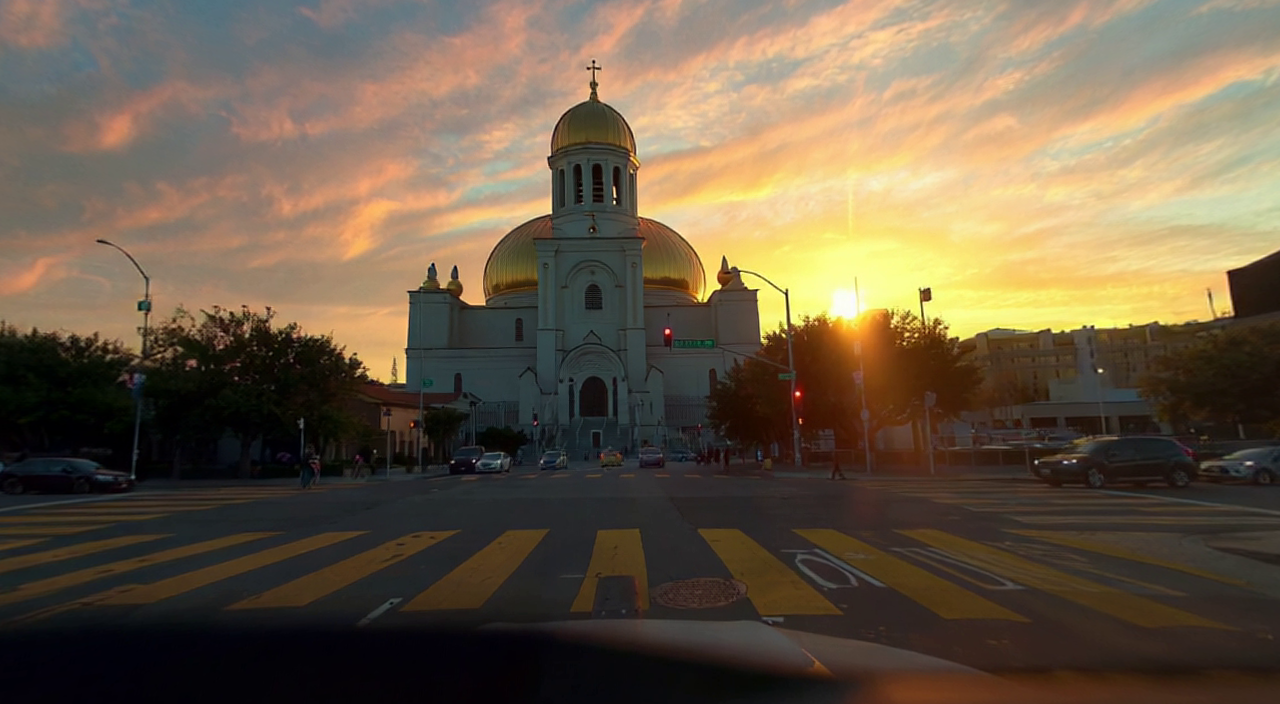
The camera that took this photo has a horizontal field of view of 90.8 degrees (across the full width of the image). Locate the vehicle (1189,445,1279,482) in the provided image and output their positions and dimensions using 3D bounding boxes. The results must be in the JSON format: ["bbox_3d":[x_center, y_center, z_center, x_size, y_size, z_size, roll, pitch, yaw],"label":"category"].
[{"bbox_3d":[26.373,4.677,26.669,4.561,1.475,1.850,0,-8,0],"label":"vehicle"}]

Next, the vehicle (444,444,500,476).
[{"bbox_3d":[-10.238,6.604,38.939,2.076,1.876,4.669,0,-8,1],"label":"vehicle"}]

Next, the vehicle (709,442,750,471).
[{"bbox_3d":[5.820,6.859,41.505,1.969,1.776,4.329,0,-8,-2],"label":"vehicle"}]

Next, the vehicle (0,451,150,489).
[{"bbox_3d":[-23.360,4.858,26.208,4.479,1.476,1.873,0,-8,1],"label":"vehicle"}]

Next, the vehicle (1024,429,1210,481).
[{"bbox_3d":[19.864,4.303,26.560,5.852,2.057,2.361,0,-8,0],"label":"vehicle"}]
